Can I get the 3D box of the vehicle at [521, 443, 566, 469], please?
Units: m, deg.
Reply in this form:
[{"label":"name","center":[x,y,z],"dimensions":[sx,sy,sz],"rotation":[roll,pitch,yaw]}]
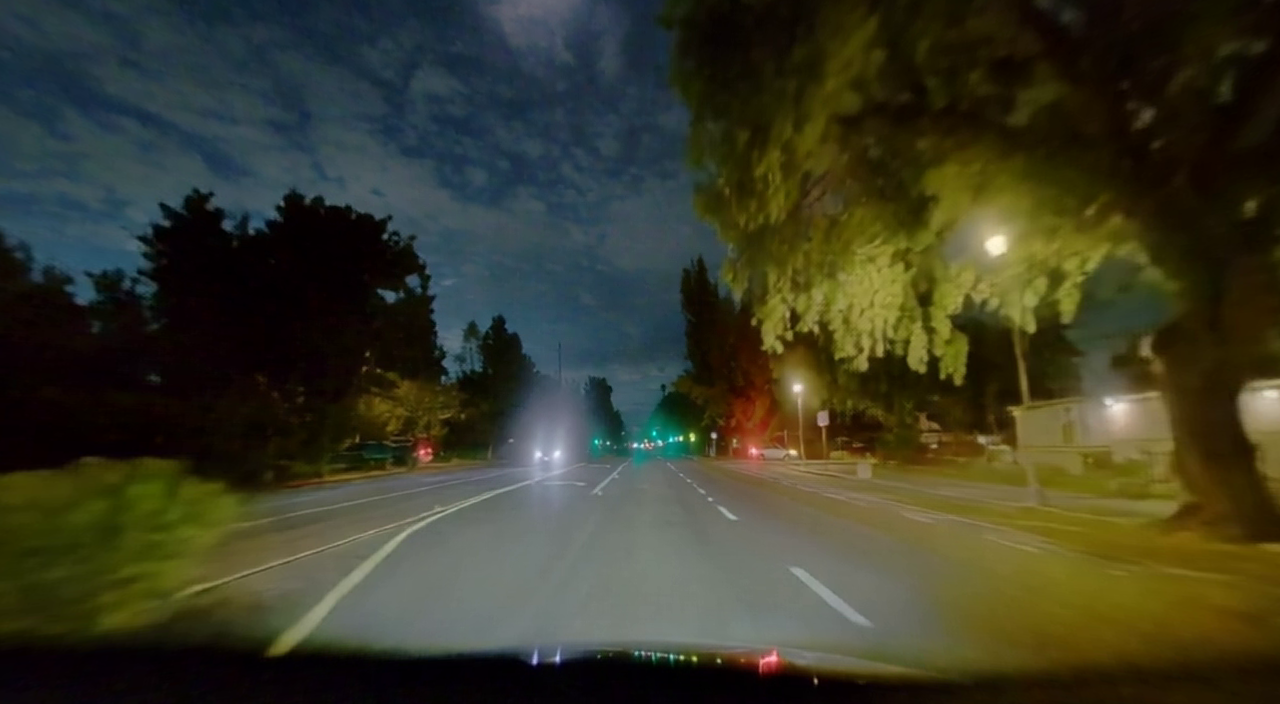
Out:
[{"label":"vehicle","center":[-6.253,6.794,41.518],"dimensions":[2.163,1.588,4.509],"rotation":[-1,-8,1]}]
